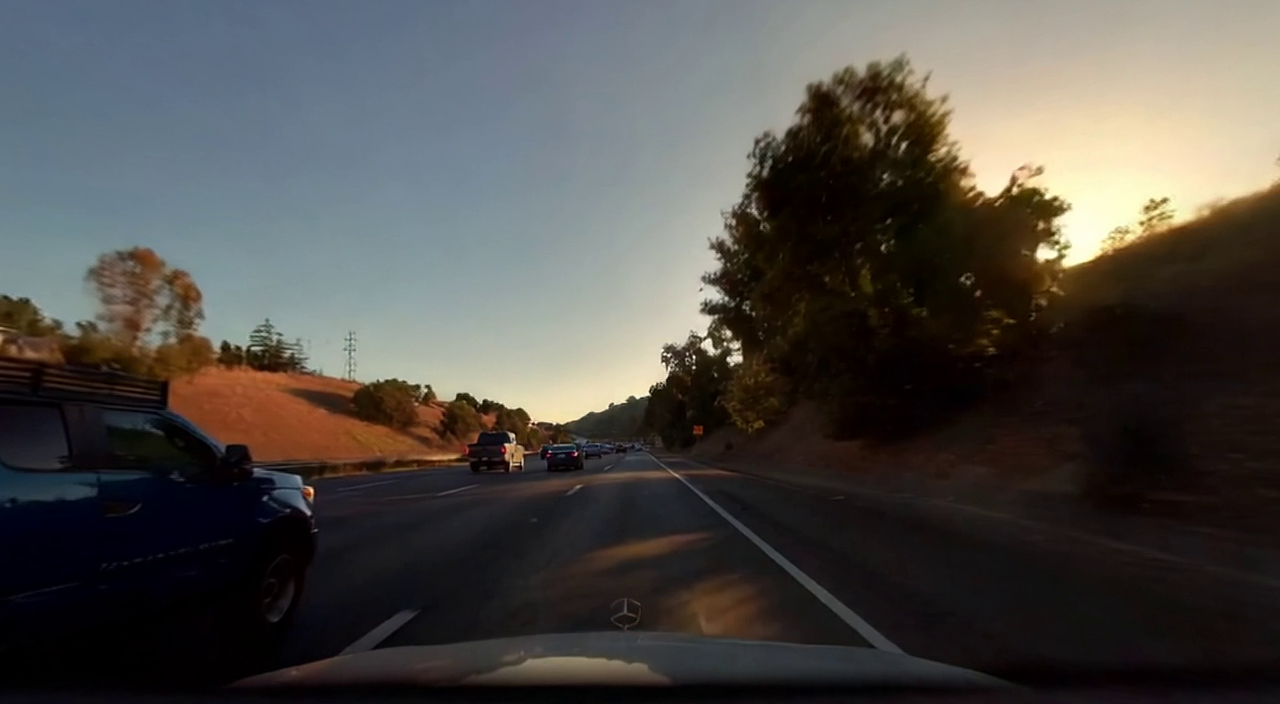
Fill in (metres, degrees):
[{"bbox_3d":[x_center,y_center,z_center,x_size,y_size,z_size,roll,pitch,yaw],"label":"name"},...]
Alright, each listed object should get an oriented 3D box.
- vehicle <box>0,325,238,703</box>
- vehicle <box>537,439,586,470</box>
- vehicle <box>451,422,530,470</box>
[{"bbox_3d":[-3.991,0.648,1.865,2.200,1.807,5.041,0,-9,1],"label":"vehicle"},{"bbox_3d":[-4.079,5.401,33.342,2.012,1.509,4.359,0,-9,0],"label":"vehicle"},{"bbox_3d":[-7.569,4.875,32.732,2.594,2.254,6.028,0,-9,0],"label":"vehicle"}]
